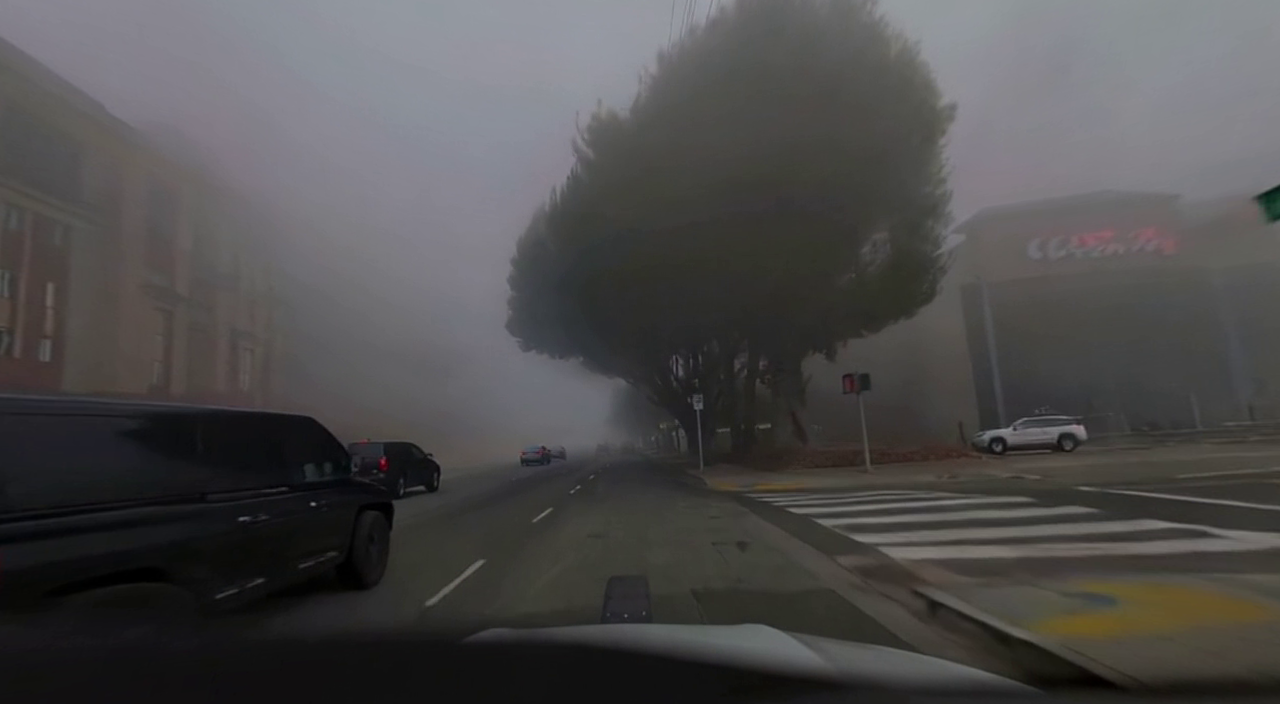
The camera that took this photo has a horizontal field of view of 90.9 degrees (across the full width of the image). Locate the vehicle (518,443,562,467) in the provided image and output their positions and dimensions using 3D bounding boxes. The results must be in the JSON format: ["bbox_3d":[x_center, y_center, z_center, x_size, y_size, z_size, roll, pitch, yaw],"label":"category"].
[{"bbox_3d":[-6.408,6.641,40.845,2.030,1.488,4.650,0,-9,1],"label":"vehicle"}]

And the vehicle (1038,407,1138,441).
[{"bbox_3d":[24.518,4.013,34.763,1.903,1.700,4.934,0,-8,1],"label":"vehicle"}]

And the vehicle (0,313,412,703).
[{"bbox_3d":[-3.469,0.986,3.922,2.277,1.743,4.893,0,-9,0],"label":"vehicle"}]

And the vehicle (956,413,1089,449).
[{"bbox_3d":[16.877,3.536,27.996,4.573,1.532,1.983,0,-8,0],"label":"vehicle"}]
